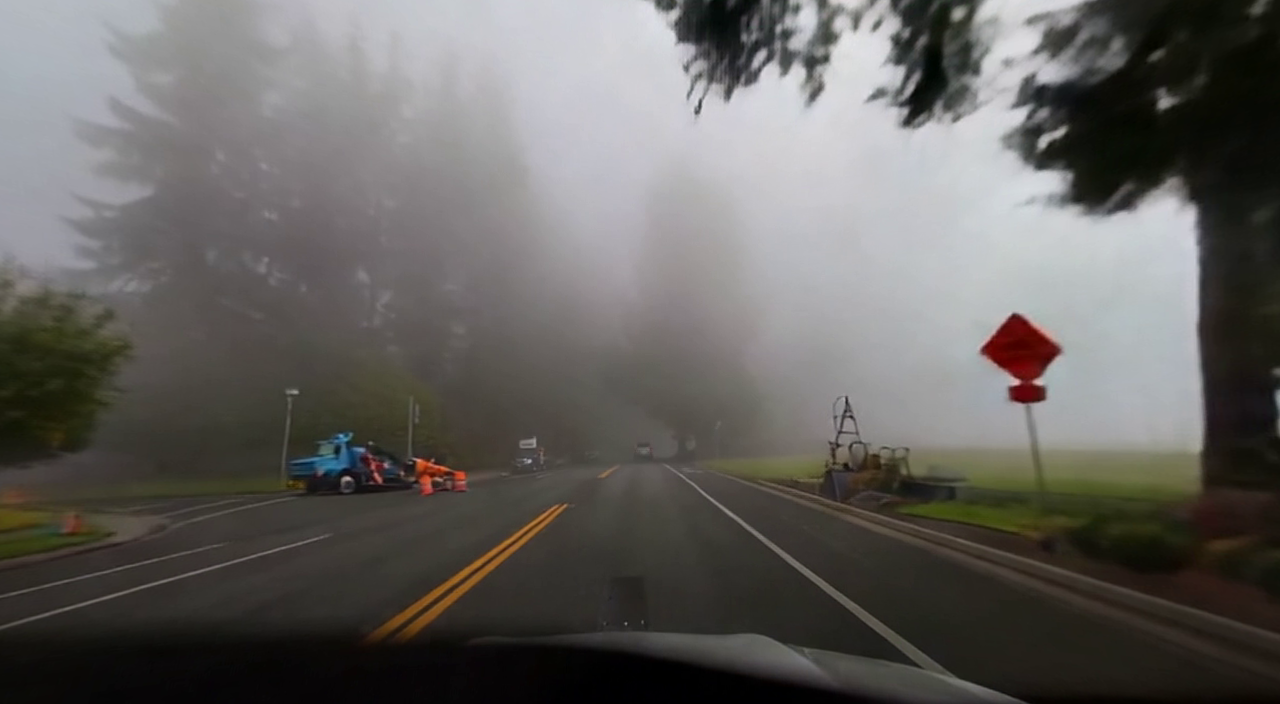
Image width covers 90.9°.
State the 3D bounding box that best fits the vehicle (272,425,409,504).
[{"bbox_3d":[-10.697,4.020,22.888,4.120,2.628,2.064,3,-9,-19],"label":"vehicle"}]

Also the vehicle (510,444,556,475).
[{"bbox_3d":[-7.935,8.004,47.397,2.422,1.855,6.165,-4,-7,-2],"label":"vehicle"}]
